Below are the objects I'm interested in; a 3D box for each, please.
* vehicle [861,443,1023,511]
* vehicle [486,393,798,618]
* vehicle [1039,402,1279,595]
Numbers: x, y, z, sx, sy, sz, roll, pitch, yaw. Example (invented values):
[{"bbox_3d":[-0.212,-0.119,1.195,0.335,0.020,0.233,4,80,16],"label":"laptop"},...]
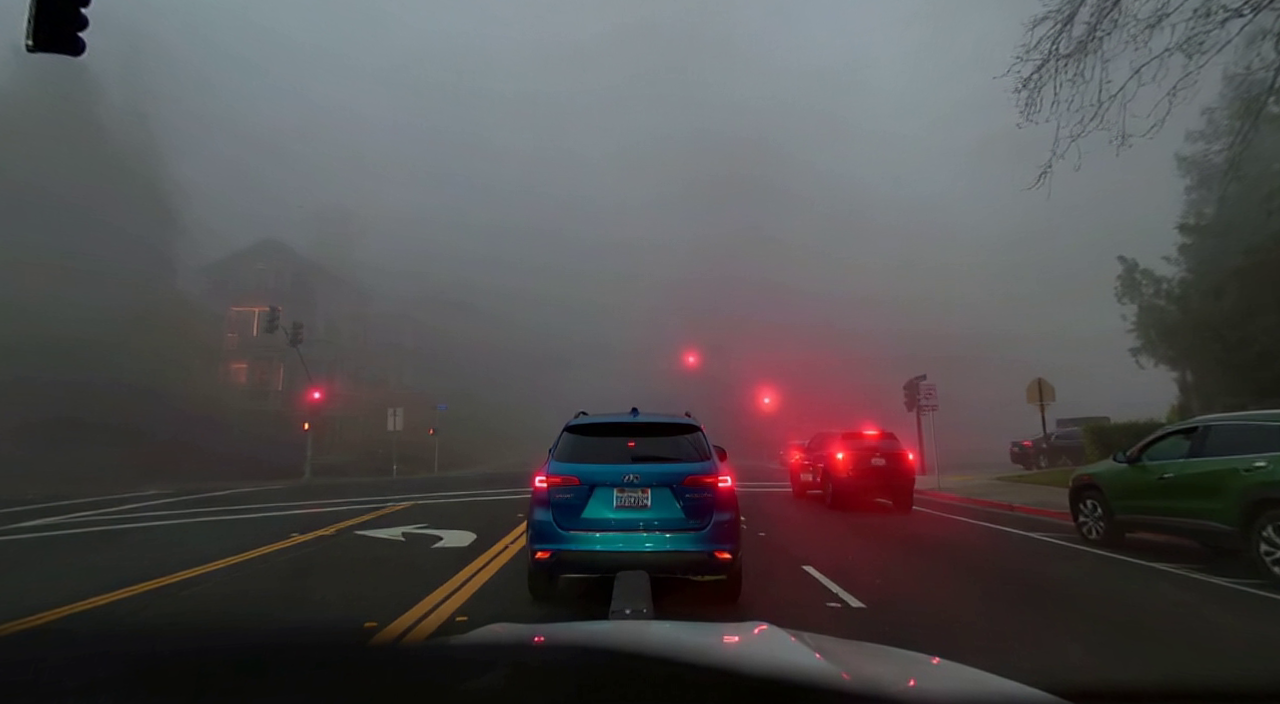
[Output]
[{"bbox_3d":[7.281,3.013,15.824,1.860,1.436,4.479,0,-8,0],"label":"vehicle"},{"bbox_3d":[0.043,1.470,6.975,2.322,1.667,4.367,0,-8,1],"label":"vehicle"},{"bbox_3d":[7.020,1.539,7.049,1.989,1.791,4.735,0,-8,0],"label":"vehicle"}]
